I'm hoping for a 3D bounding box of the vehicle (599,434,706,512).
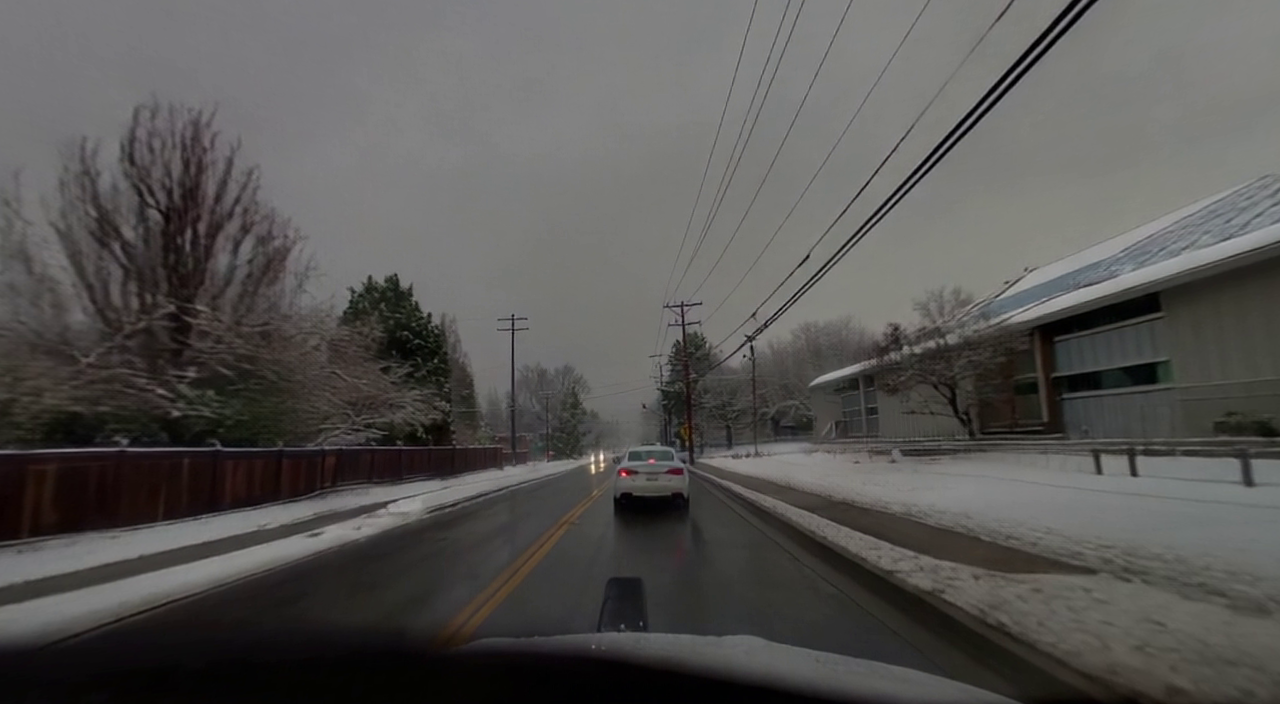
[{"bbox_3d":[0.218,2.628,14.219,2.060,1.487,3.920,0,-8,-1],"label":"vehicle"}]
